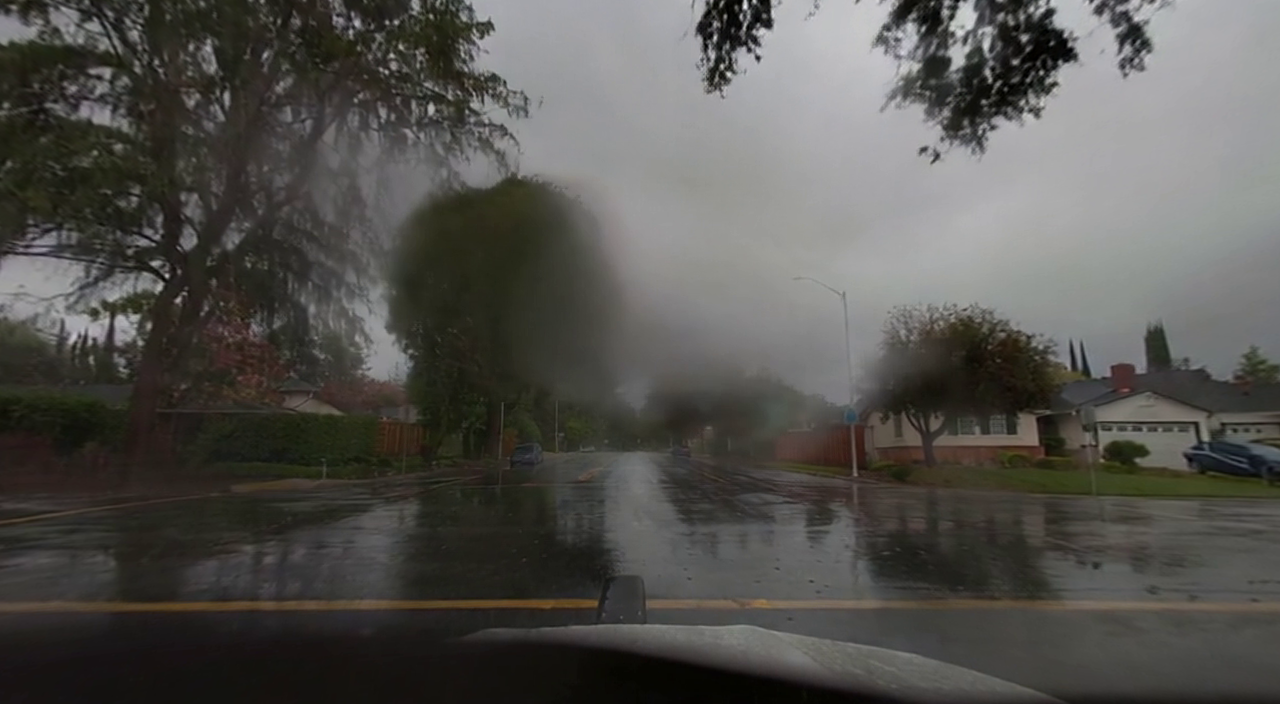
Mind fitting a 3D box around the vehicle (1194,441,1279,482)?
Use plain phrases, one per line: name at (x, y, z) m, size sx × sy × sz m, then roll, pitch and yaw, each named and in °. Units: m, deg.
vehicle at (26.693, 4.551, 26.468) m, size 2.152 × 1.606 × 5.402 m, roll 0°, pitch -9°, yaw 1°
